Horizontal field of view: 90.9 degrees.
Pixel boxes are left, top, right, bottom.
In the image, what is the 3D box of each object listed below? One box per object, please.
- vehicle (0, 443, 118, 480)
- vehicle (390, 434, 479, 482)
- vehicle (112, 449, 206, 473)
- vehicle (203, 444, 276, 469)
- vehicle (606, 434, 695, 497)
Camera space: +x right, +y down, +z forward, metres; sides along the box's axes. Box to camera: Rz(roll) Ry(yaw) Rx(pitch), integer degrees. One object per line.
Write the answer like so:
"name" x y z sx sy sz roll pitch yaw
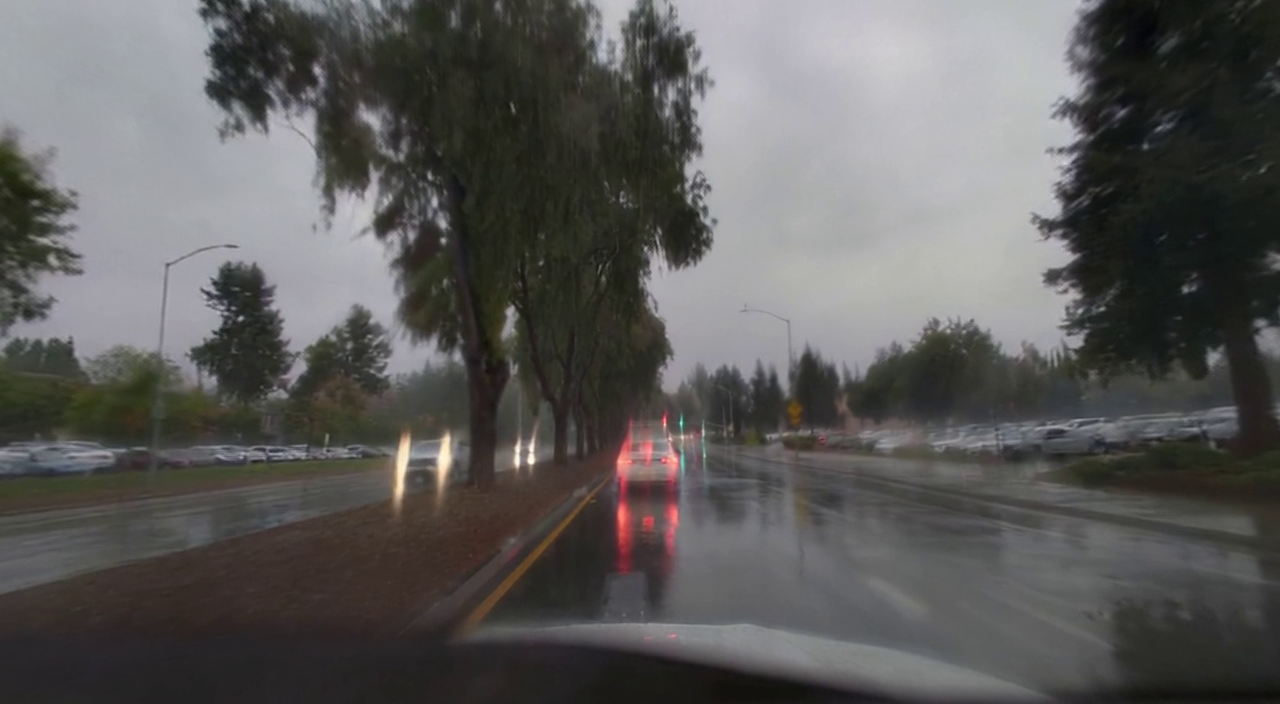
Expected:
"vehicle" -30.168 5.589 32.374 4.764 1.786 2.091 0 -9 0
"vehicle" -8.370 4.370 26.270 2.131 1.778 4.912 0 -9 -1
"vehicle" -30.479 6.916 40.044 4.356 1.444 1.819 0 -9 -1
"vehicle" -30.222 7.901 47.688 4.266 1.600 1.877 -3 -8 -2
"vehicle" 0.202 2.970 16.842 2.093 1.442 3.977 0 -9 -1
